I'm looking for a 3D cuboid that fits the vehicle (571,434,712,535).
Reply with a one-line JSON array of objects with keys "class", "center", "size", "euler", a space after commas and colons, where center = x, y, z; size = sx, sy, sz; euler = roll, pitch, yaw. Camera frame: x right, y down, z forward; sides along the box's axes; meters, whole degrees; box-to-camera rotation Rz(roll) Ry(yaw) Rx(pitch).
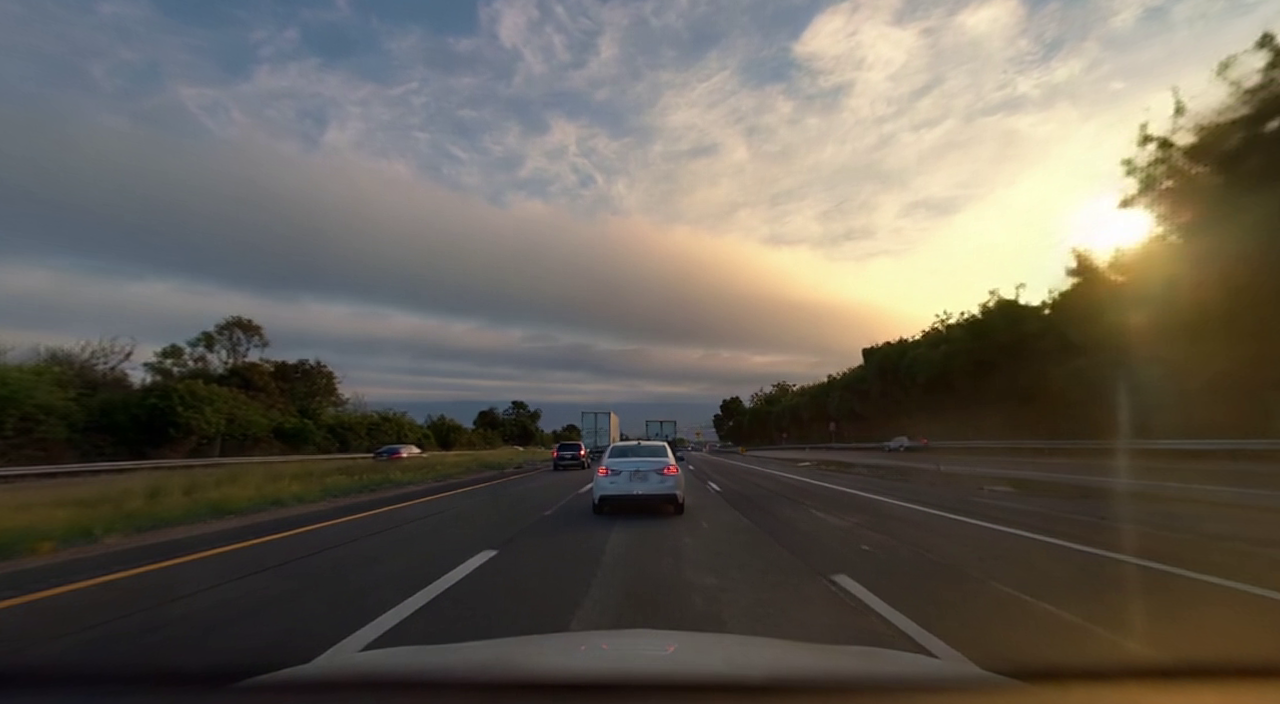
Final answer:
[{"class": "vehicle", "center": [-0.004, 2.257, 11.276], "size": [2.057, 1.449, 3.931], "euler": [0, -9, -1]}]
